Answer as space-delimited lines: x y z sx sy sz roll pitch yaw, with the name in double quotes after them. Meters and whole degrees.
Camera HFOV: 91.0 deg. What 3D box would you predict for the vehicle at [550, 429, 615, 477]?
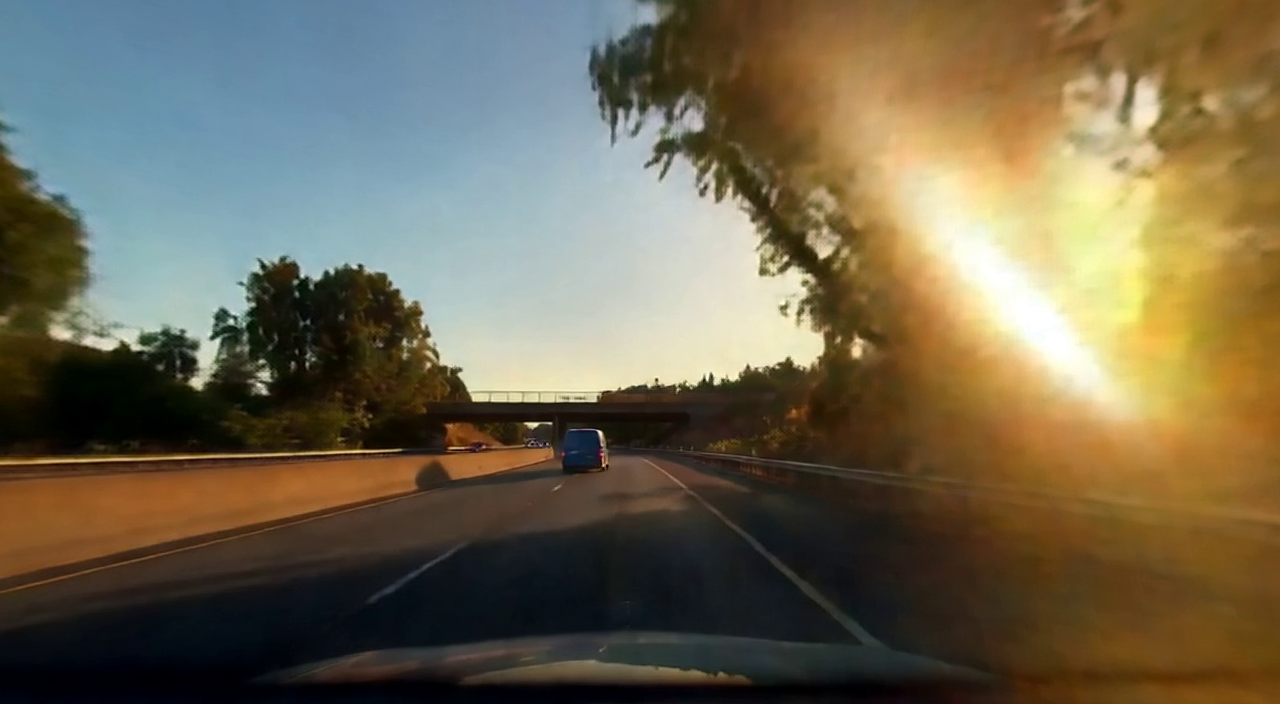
-2.388 4.403 27.591 2.372 1.891 5.061 0 -8 0 "vehicle"
